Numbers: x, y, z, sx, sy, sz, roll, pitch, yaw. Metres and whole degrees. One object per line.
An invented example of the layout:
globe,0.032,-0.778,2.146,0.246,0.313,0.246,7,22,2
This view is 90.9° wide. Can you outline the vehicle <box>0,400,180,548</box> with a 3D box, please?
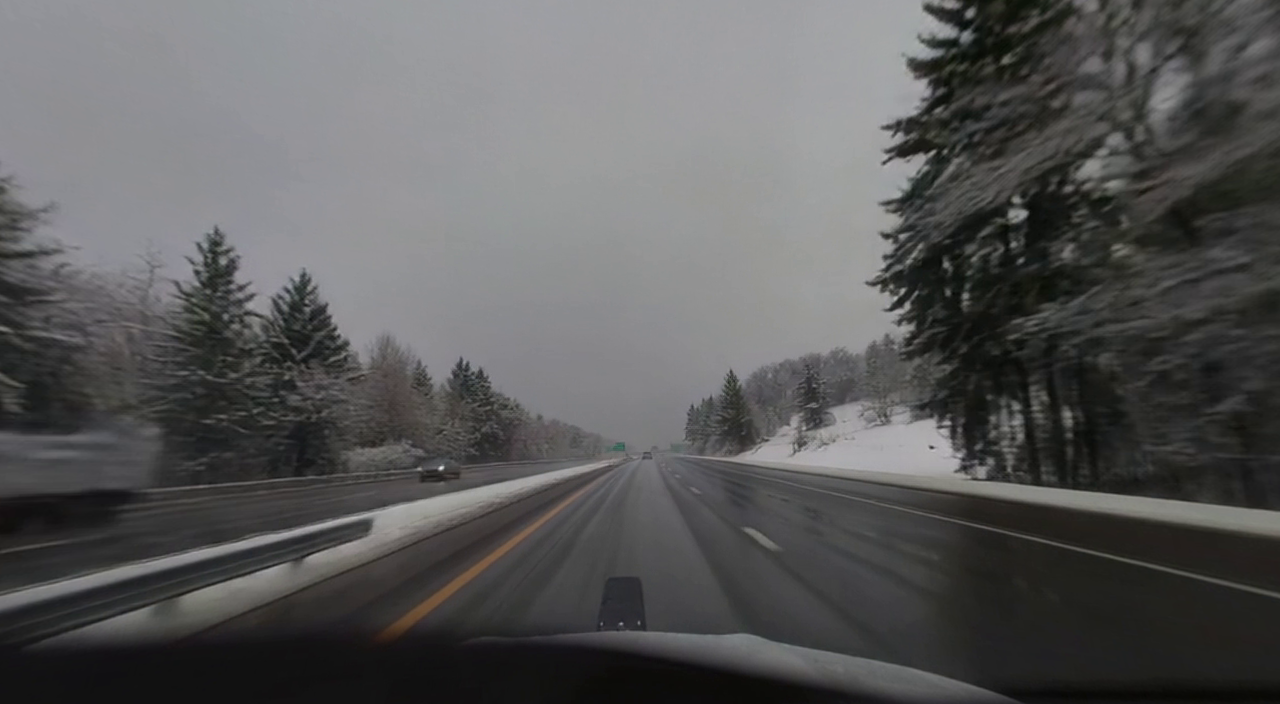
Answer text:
vehicle,-12.993,2.256,11.673,2.714,2.654,8.303,0,-9,0
